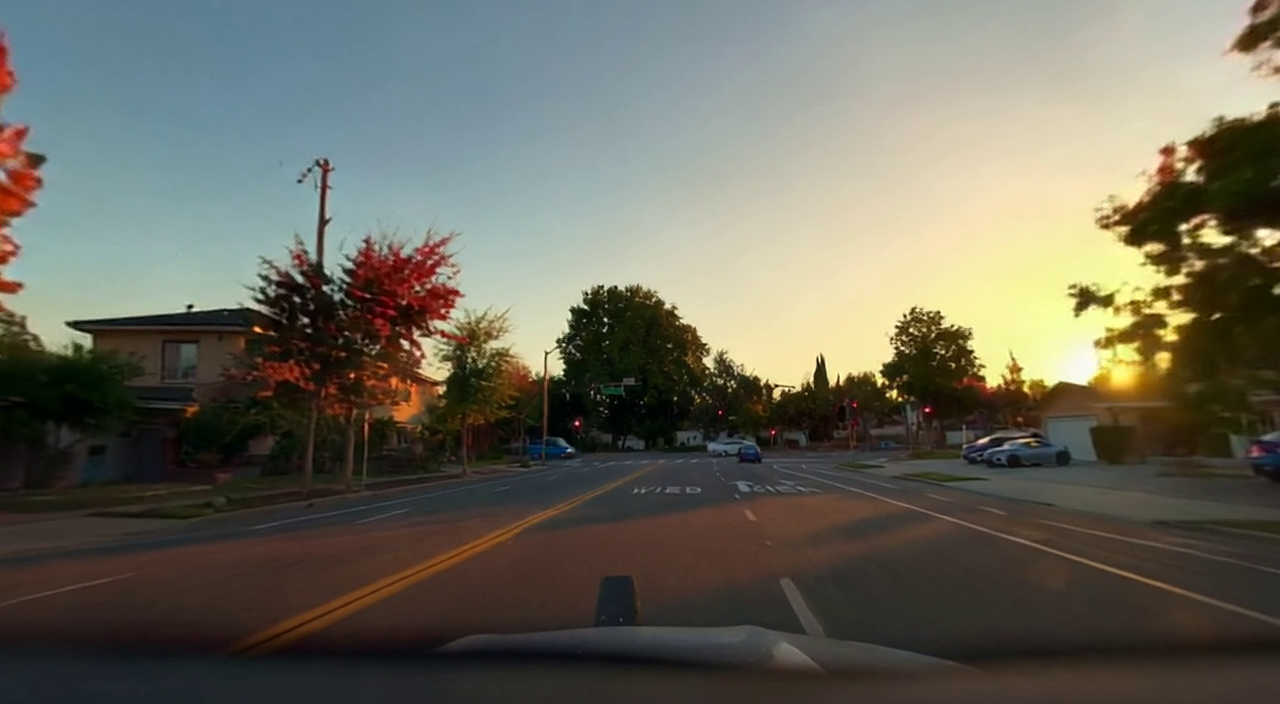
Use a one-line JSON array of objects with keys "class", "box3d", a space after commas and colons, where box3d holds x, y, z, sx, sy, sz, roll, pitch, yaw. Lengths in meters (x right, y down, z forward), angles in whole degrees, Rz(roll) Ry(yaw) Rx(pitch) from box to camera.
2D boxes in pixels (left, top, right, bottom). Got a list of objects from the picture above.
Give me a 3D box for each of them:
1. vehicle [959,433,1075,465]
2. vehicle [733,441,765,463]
[{"class": "vehicle", "box3d": [19.552, 5.046, 32.987, 4.702, 1.595, 1.986, -1, -8, 5]}, {"class": "vehicle", "box3d": [7.746, 7.166, 45.283, 1.947, 1.485, 4.336, -1, -8, 5]}]
